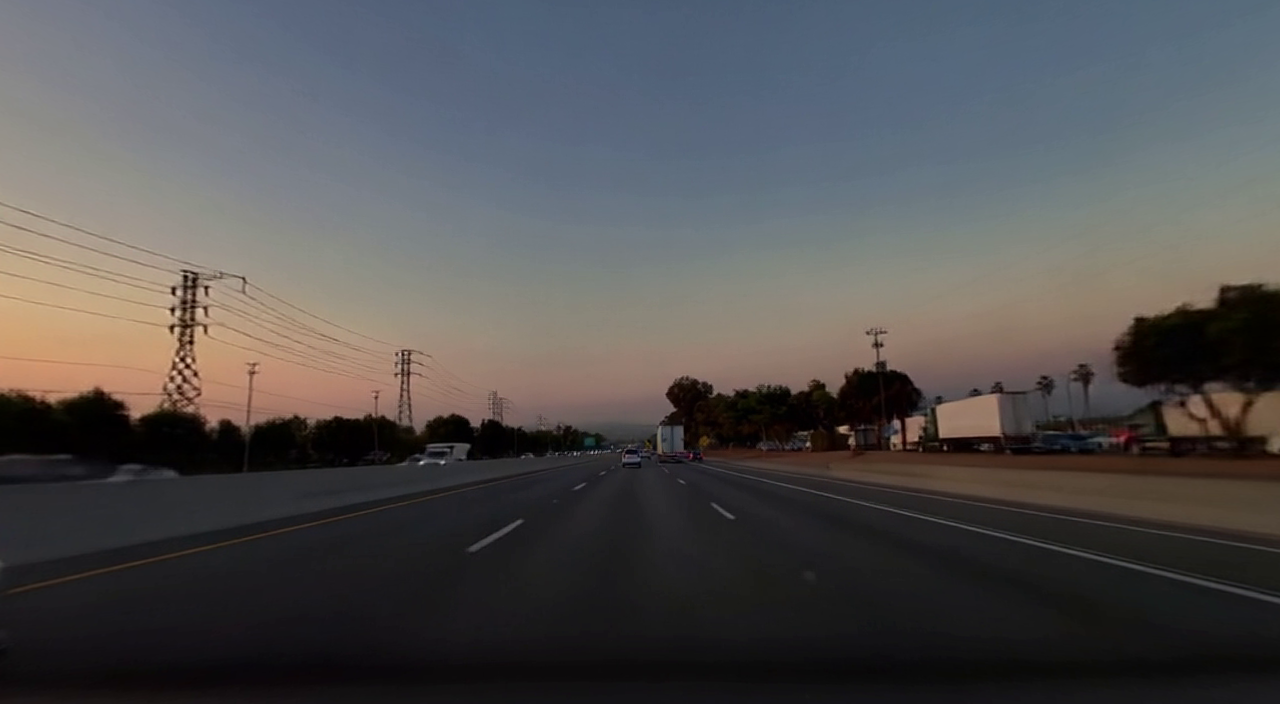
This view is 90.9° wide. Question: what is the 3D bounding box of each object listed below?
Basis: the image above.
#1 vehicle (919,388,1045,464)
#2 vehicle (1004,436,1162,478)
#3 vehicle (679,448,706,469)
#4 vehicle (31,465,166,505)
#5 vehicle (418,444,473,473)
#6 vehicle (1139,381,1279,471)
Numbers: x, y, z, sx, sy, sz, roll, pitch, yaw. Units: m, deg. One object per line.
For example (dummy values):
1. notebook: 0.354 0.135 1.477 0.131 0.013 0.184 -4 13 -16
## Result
1. vehicle: 22.799 5.189 43.024 2.948 4.403 10.315 -3 -8 2
2. vehicle: 22.816 5.490 33.125 2.735 1.910 7.423 0 -9 -2
3. vehicle: 4.019 8.225 48.741 1.779 1.512 3.517 0 -9 0
4. vehicle: -23.500 5.745 27.628 1.821 1.485 4.597 0 -9 0
5. vehicle: -12.483 6.847 40.708 2.097 1.747 4.775 0 -9 -1
6. vehicle: 31.682 3.581 30.746 2.917 4.219 14.528 -3 -8 1
